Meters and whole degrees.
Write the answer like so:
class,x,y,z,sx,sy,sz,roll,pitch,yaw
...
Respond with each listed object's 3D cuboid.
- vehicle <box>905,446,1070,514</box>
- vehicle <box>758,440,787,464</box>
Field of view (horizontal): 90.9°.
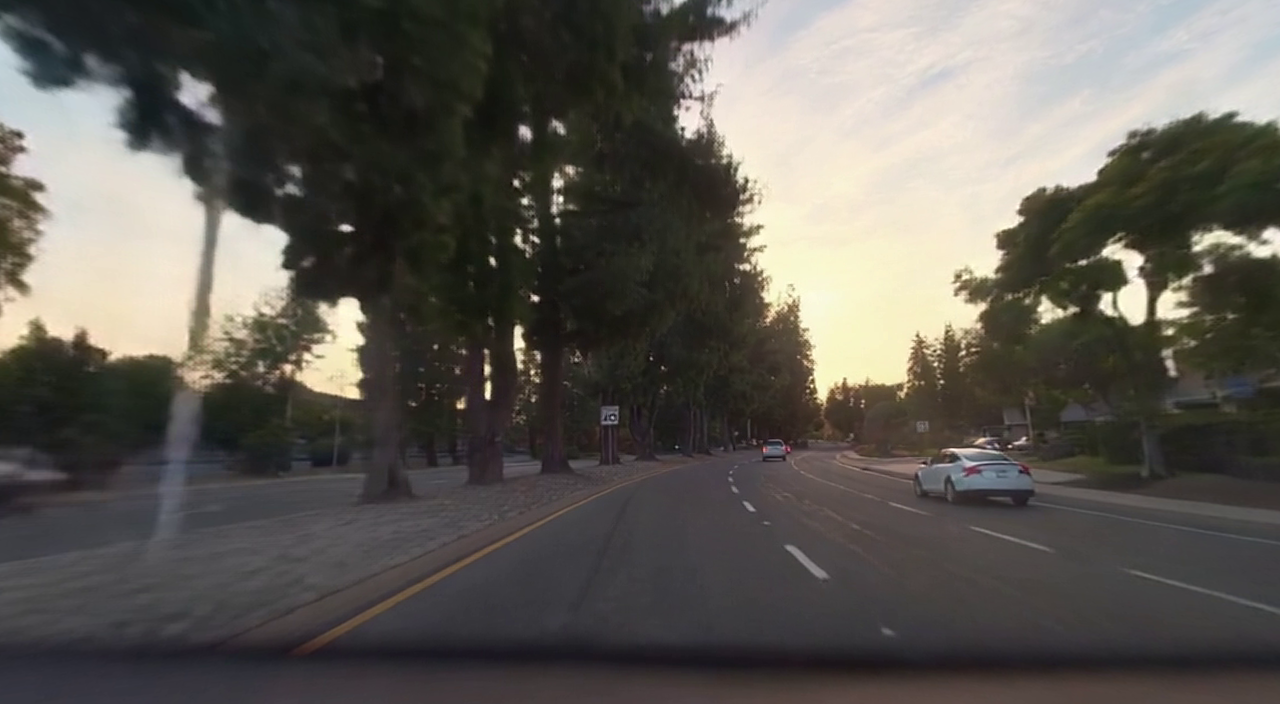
class,x,y,z,sx,sy,sz,roll,pitch,yaw
vehicle,8.441,3.101,15.852,1.855,1.444,4.389,-1,-8,4
vehicle,10.093,7.609,48.025,1.991,1.684,4.127,-2,-9,11
